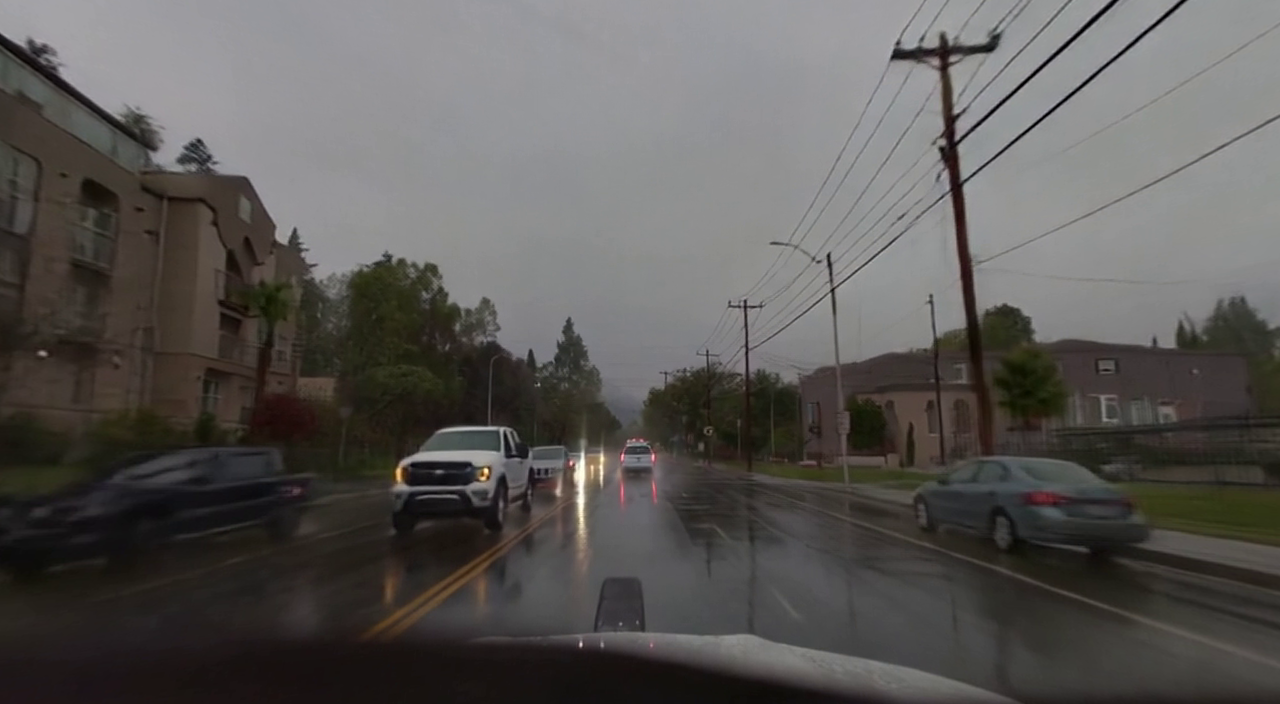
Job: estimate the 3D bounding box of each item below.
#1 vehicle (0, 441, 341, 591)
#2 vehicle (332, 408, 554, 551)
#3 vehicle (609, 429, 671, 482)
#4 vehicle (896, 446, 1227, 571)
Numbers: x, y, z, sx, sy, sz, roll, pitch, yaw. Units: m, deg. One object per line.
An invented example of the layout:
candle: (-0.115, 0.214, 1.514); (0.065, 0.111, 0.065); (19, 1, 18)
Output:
vehicle: (-6.239, 2.000, 8.712); (1.917, 1.467, 4.653); (0, -9, 0)
vehicle: (-2.941, 2.051, 10.869); (2.178, 1.861, 4.920); (0, -9, 0)
vehicle: (0.050, 4.233, 25.747); (2.308, 1.940, 4.125); (-1, -10, 1)
vehicle: (6.119, 2.278, 10.141); (1.943, 1.490, 4.783); (1, -9, -1)
